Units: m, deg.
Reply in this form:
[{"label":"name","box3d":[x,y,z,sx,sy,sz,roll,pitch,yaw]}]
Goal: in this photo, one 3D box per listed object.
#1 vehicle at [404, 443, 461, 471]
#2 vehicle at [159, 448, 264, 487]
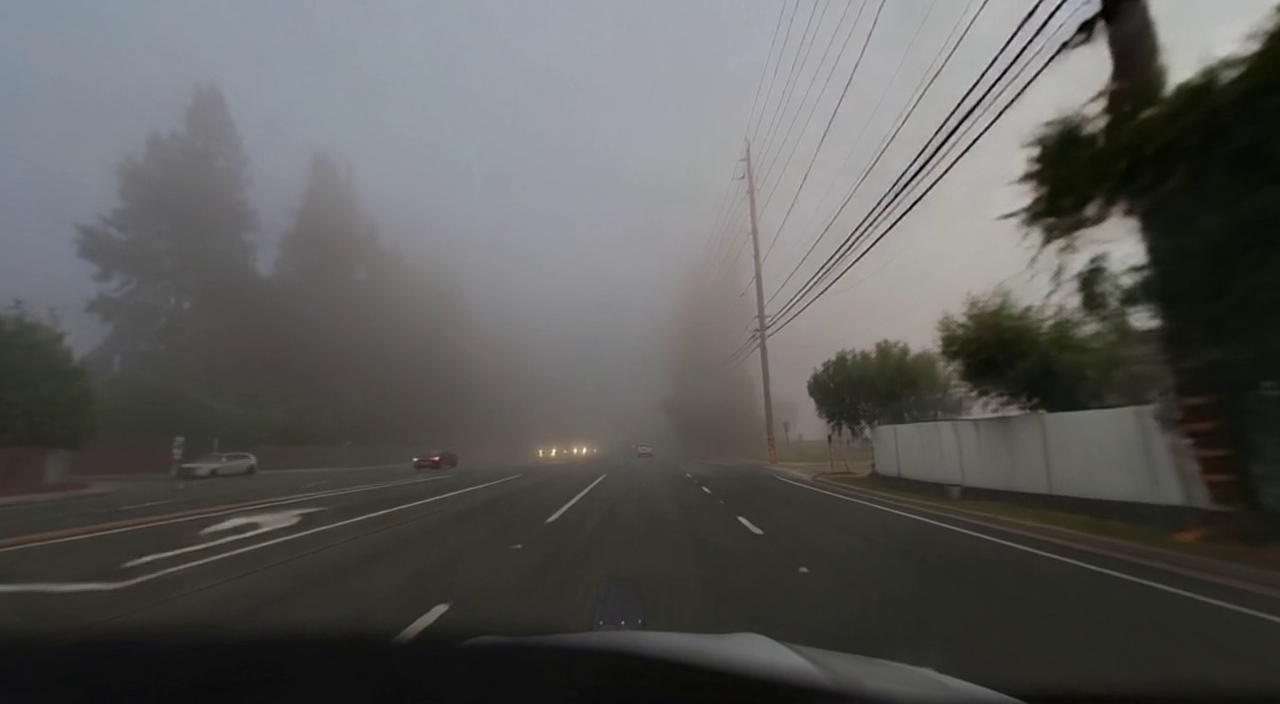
[{"label":"vehicle","box3d":[-13.355,6.780,40.754,2.120,1.696,4.403,0,-8,1]},{"label":"vehicle","box3d":[-21.693,5.787,31.804,4.600,1.809,2.153,-3,-9,23]}]
